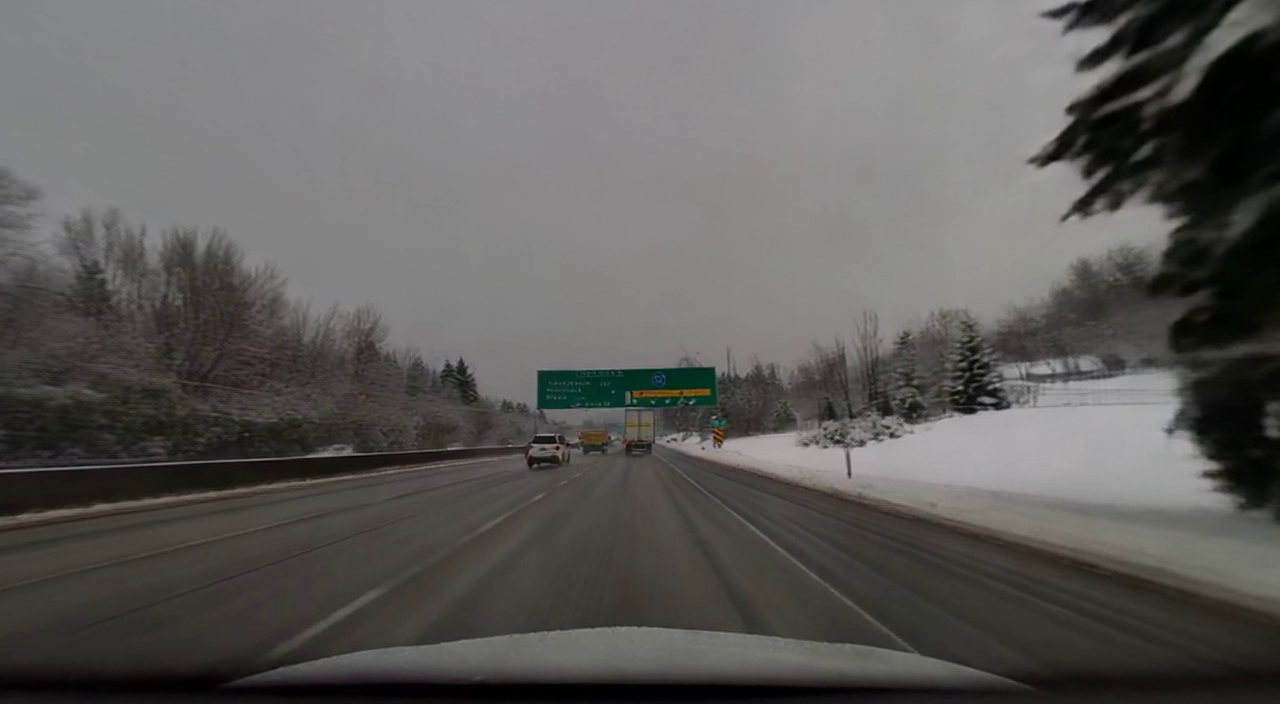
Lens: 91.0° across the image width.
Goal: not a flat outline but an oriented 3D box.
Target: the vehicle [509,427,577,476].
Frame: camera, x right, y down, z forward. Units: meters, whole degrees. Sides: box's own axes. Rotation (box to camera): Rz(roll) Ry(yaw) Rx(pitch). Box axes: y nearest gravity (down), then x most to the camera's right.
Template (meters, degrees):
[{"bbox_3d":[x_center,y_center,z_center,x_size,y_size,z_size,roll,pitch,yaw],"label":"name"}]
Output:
[{"bbox_3d":[-3.962,4.168,26.638,2.127,1.839,4.984,0,-8,-1],"label":"vehicle"}]
